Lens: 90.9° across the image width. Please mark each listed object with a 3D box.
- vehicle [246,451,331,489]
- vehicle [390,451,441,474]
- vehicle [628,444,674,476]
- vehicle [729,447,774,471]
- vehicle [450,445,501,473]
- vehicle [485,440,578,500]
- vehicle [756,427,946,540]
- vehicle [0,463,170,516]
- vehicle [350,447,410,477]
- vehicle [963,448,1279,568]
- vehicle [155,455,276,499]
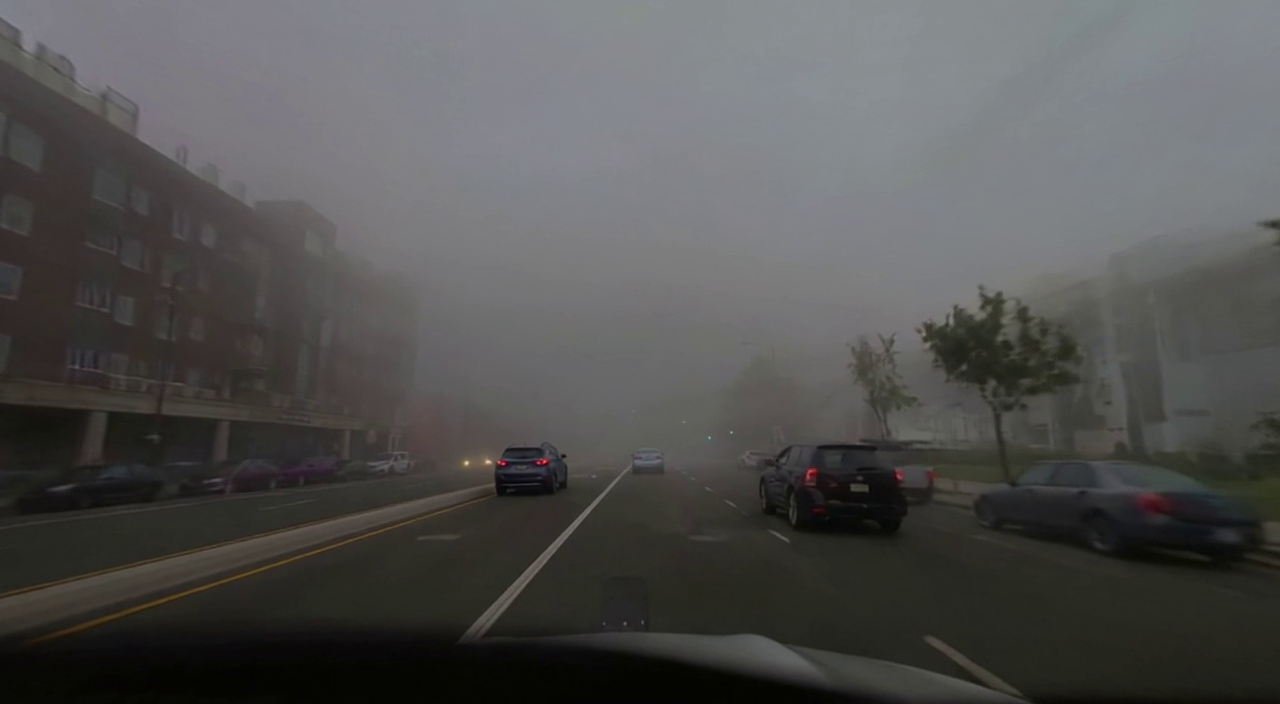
[{"bbox_3d":[-16.871,5.643,30.484,1.825,1.560,4.109,-2,-8,-1],"label":"vehicle"},{"bbox_3d":[-16.277,8.049,45.997,1.919,1.469,4.719,-2,-8,1],"label":"vehicle"},{"bbox_3d":[0.519,5.329,31.316,2.103,1.468,4.094,0,-9,0],"label":"vehicle"},{"bbox_3d":[7.278,7.025,41.537,1.920,1.473,4.898,0,-9,-2],"label":"vehicle"},{"bbox_3d":[-10.397,6.769,40.131,1.951,1.658,4.473,-1,-9,2],"label":"vehicle"},{"bbox_3d":[-2.970,3.313,18.115,1.860,1.510,4.073,0,-9,1],"label":"vehicle"},{"bbox_3d":[3.463,2.226,11.263,1.987,1.637,3.896,0,-9,0],"label":"vehicle"},{"bbox_3d":[-16.992,4.135,19.394,1.668,1.298,4.337,0,-9,1],"label":"vehicle"},{"bbox_3d":[-16.673,7.068,40.638,2.001,1.760,4.329,-2,-9,0],"label":"vehicle"},{"bbox_3d":[7.161,2.265,10.019,1.769,1.427,4.487,0,-9,2],"label":"vehicle"},{"bbox_3d":[-16.930,4.966,25.424,1.854,1.466,4.377,-2,-8,0],"label":"vehicle"}]
